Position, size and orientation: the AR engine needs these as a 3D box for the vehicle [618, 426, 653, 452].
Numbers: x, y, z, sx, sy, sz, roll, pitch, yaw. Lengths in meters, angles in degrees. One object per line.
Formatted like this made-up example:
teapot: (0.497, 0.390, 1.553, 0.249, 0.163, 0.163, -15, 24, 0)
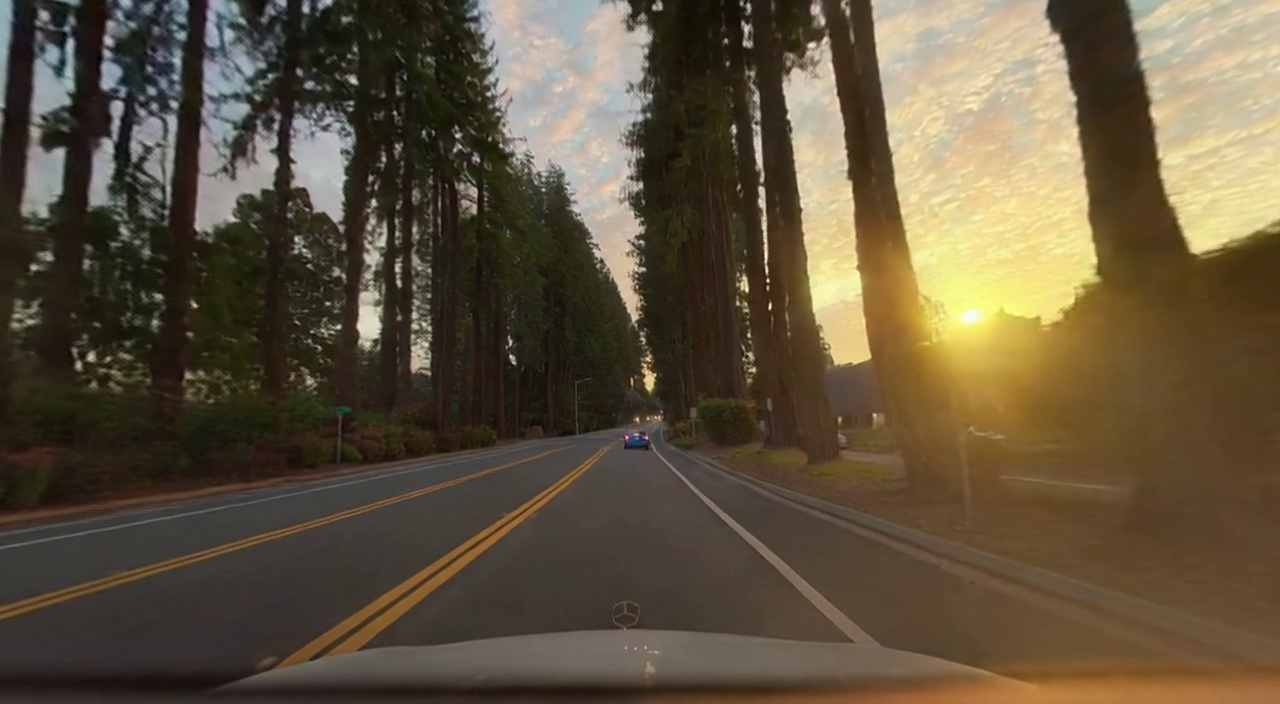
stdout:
vehicle: (-0.285, 5.354, 38.745, 2.067, 1.486, 3.861, 0, -8, 0)
